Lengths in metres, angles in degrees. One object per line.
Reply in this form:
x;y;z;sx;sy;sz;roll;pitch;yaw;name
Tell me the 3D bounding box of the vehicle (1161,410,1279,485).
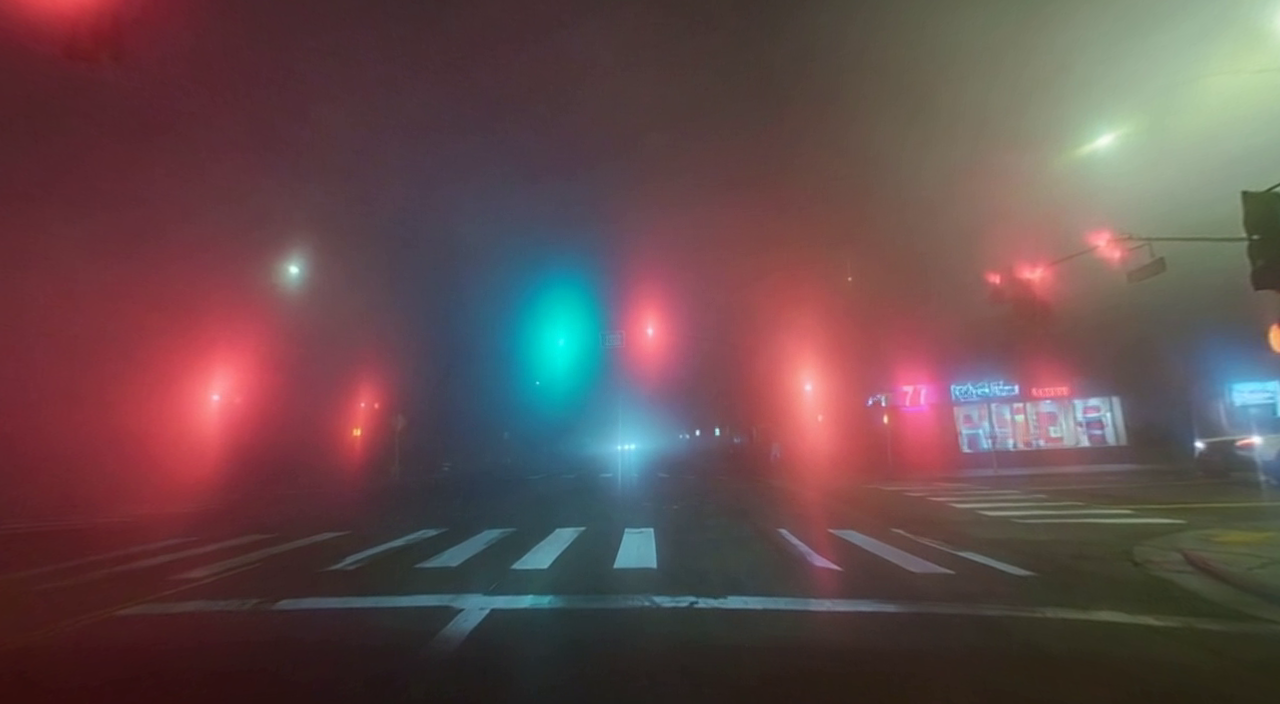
16.891;2.470;16.407;4.836;1.795;1.957;0;-8;0;vehicle
